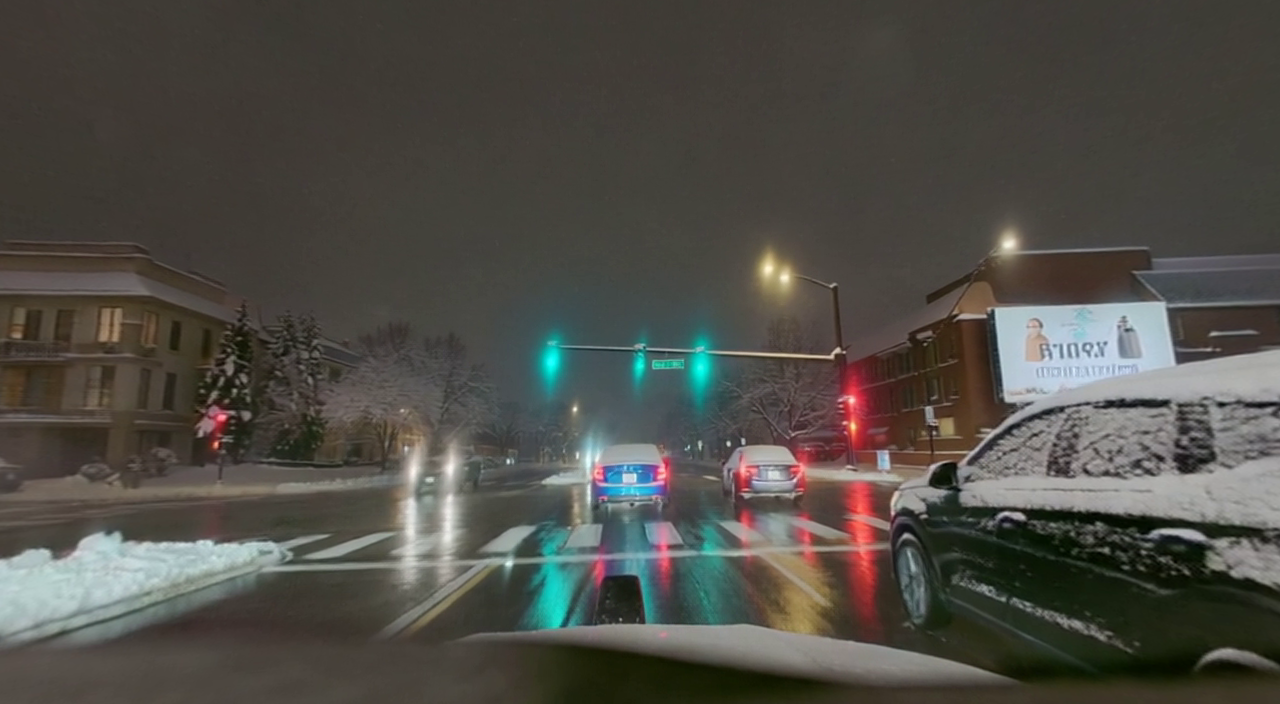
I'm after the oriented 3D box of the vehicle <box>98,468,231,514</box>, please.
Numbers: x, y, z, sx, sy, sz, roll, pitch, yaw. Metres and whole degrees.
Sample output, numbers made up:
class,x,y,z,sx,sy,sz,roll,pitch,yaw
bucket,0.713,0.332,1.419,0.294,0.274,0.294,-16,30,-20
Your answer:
class,x,y,z,sx,sy,sz,roll,pitch,yaw
vehicle,-19.181,5.594,25.798,1.942,1.453,4.448,0,-8,0

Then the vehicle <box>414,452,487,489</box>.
class,x,y,z,sx,sy,sz,roll,pitch,yaw
vehicle,-8.684,5.438,29.332,1.879,1.510,4.619,0,-8,1

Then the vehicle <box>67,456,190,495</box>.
class,x,y,z,sx,sy,sz,roll,pitch,yaw
vehicle,-27.618,6.659,34.418,2.300,1.932,5.056,0,-9,2

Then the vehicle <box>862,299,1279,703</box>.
class,x,y,z,sx,sy,sz,roll,pitch,yaw
vehicle,2.980,0.926,3.224,2.047,1.785,4.357,0,-8,-1

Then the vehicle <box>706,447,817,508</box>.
class,x,y,z,sx,sy,sz,roll,pitch,yaw
vehicle,3.138,3.328,17.296,2.009,1.414,4.416,0,-8,-2

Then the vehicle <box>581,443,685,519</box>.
class,x,y,z,sx,sy,sz,roll,pitch,yaw
vehicle,-0.192,2.895,14.704,2.095,1.502,3.873,0,-8,-2
